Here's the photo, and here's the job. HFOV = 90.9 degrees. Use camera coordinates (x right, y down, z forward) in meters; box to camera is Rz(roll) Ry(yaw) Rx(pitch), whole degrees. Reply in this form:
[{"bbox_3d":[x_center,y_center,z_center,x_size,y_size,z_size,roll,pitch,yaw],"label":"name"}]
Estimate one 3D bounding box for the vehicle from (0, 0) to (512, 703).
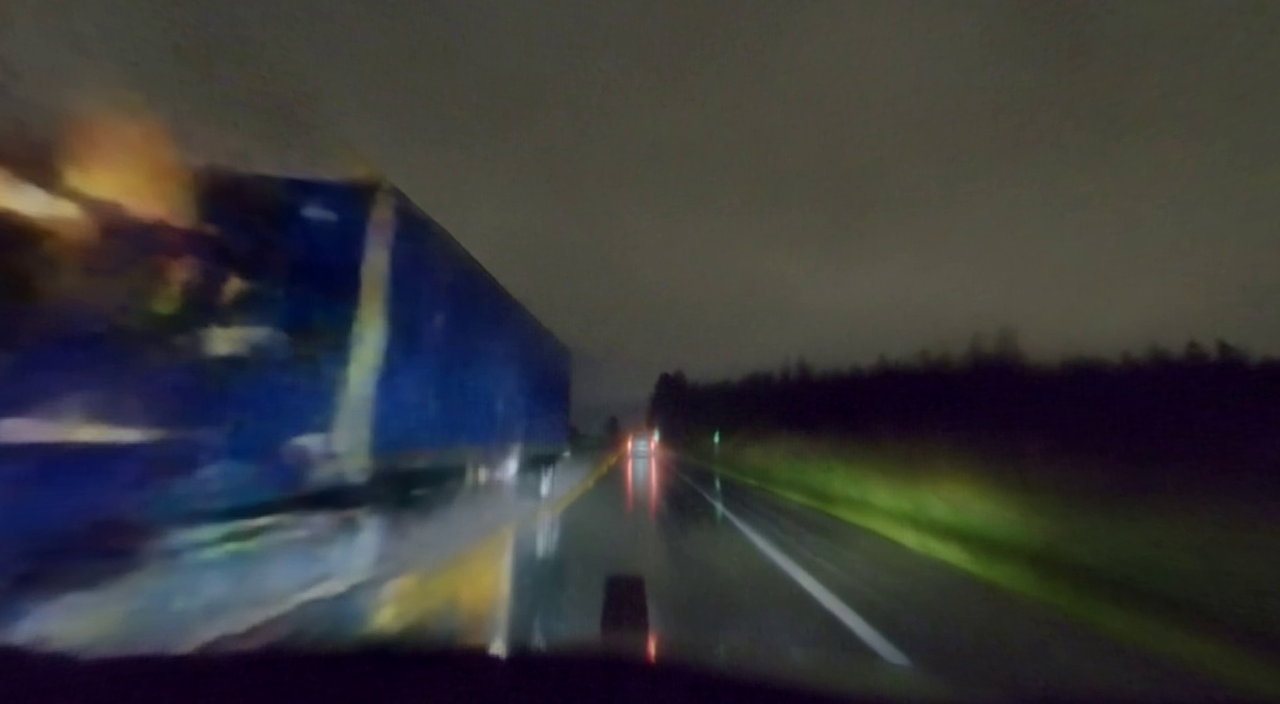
[{"bbox_3d":[-3.848,0.127,5.105,3.048,4.005,11.290,0,-8,1],"label":"vehicle"}]
